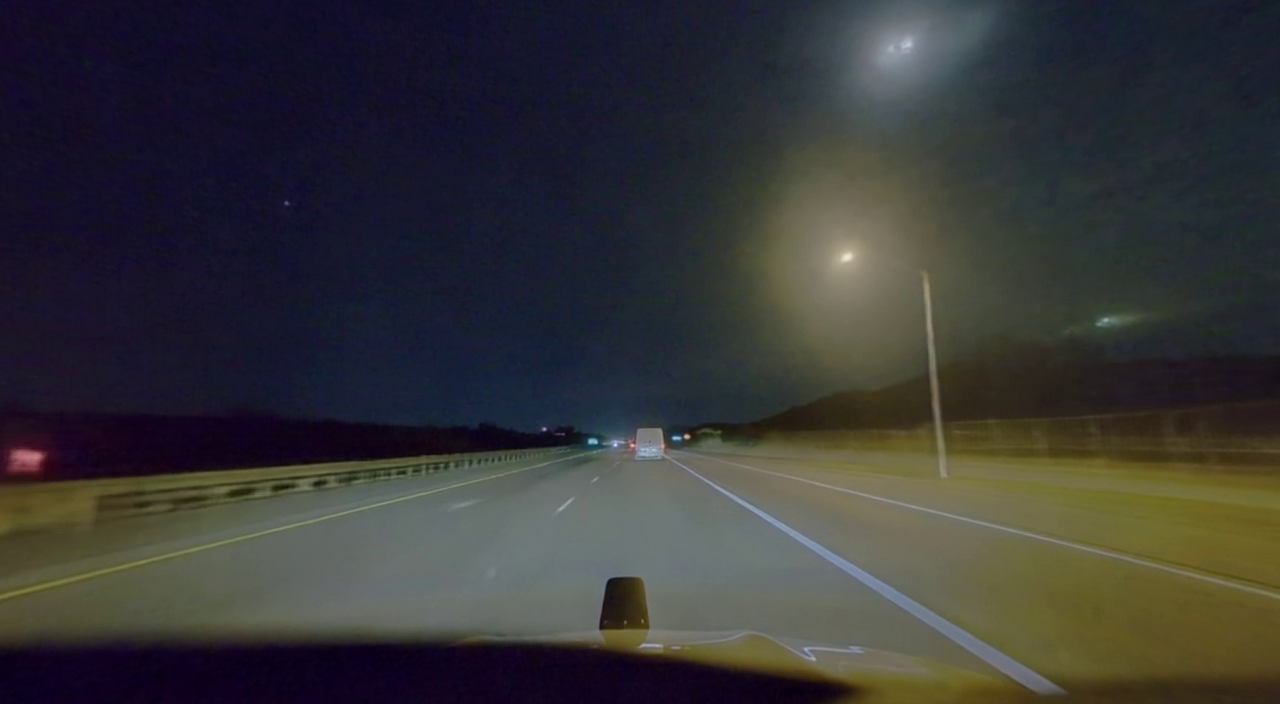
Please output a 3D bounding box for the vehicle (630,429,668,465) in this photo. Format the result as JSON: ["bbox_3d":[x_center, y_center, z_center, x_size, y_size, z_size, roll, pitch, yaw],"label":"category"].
[{"bbox_3d":[0.604,6.063,40.289,2.277,2.109,4.922,0,-8,1],"label":"vehicle"}]
